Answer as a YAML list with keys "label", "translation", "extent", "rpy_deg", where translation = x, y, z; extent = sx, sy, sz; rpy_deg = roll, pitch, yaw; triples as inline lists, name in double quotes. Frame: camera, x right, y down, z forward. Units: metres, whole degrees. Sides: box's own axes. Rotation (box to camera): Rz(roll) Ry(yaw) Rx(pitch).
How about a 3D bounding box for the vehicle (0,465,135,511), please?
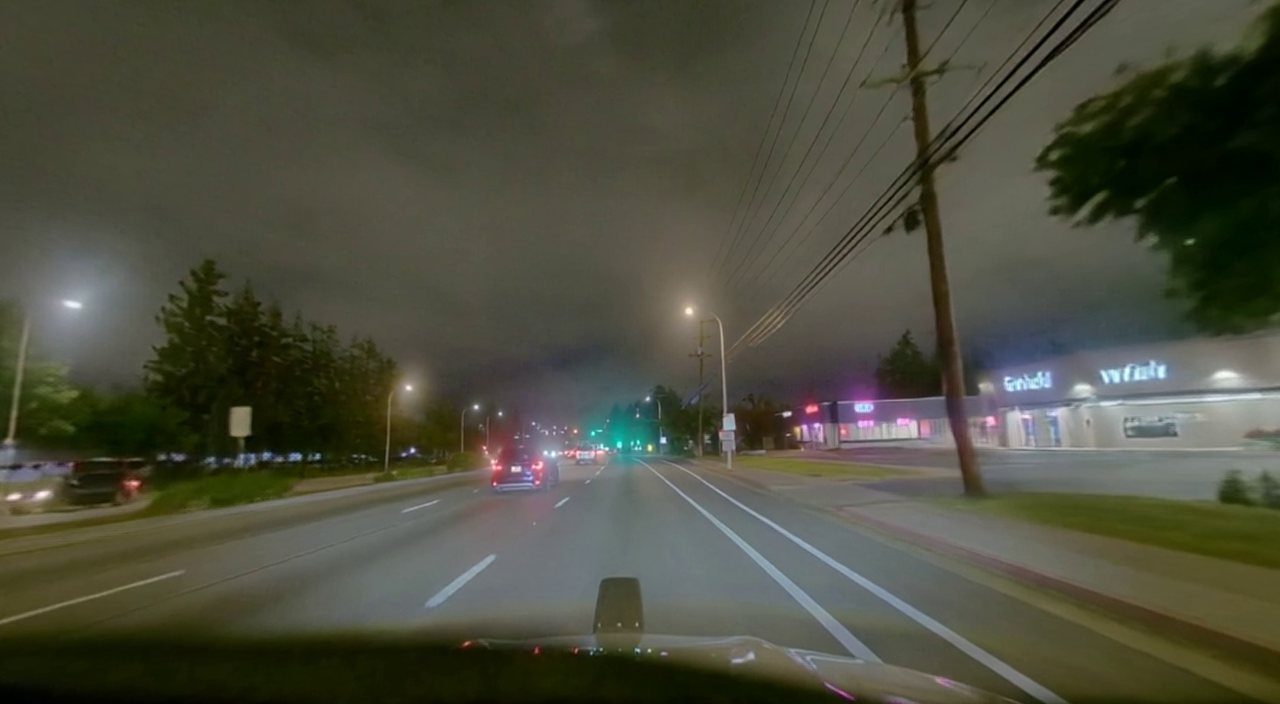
- label: "vehicle"
  translation: [-25.798, 5.996, 28.218]
  extent: [1.973, 1.695, 4.541]
  rpy_deg: [-2, -9, 15]

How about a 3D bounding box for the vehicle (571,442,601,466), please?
- label: "vehicle"
  translation: [-4.225, 8.063, 49.913]
  extent: [2.087, 1.736, 4.311]
  rpy_deg: [0, -9, -1]

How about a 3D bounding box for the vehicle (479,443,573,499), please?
- label: "vehicle"
  translation: [-3.275, 3.509, 19.021]
  extent: [1.942, 1.469, 4.426]
  rpy_deg: [0, -9, 1]
